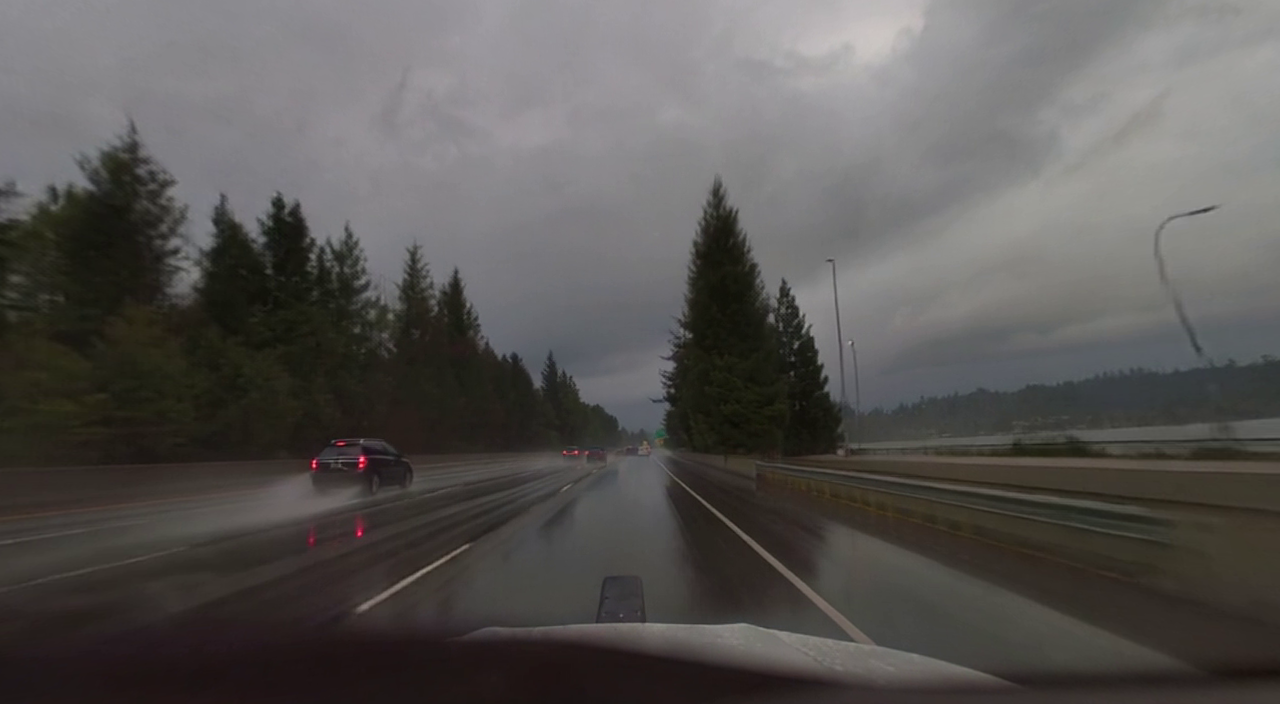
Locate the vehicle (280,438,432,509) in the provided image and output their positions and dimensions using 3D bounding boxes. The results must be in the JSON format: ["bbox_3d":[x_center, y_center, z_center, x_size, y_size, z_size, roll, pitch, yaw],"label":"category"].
[{"bbox_3d":[-7.223,3.110,16.593,2.007,1.616,4.141,0,-9,1],"label":"vehicle"}]
